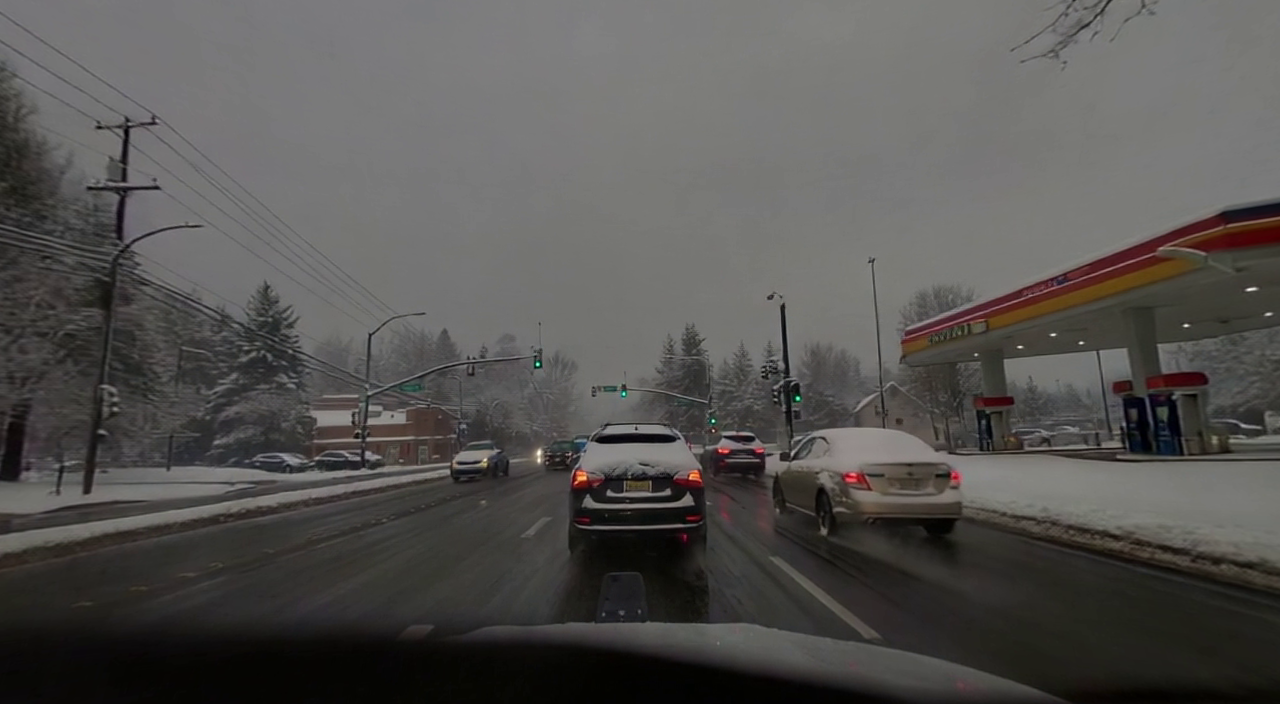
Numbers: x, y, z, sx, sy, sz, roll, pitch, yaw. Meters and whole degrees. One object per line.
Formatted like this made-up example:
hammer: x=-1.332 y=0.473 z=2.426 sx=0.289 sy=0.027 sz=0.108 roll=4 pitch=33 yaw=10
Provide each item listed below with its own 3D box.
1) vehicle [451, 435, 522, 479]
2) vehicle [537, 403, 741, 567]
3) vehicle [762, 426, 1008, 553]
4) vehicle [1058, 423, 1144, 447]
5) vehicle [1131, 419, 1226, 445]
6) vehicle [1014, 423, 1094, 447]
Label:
vehicle: x=-6.498 y=4.492 z=27.329 sx=1.994 sy=1.695 sz=4.471 roll=0 pitch=-8 yaw=-1
vehicle: x=-0.087 y=1.694 z=8.716 sx=2.164 sy=1.718 sz=3.881 roll=0 pitch=-8 yaw=-2
vehicle: x=3.314 y=1.937 z=9.662 sx=1.904 sy=1.472 sz=4.358 roll=0 pitch=-8 yaw=-2
vehicle: x=32.533 y=5.903 z=44.696 sx=4.452 sy=1.605 sz=1.845 roll=-2 pitch=-9 yaw=9
vehicle: x=39.547 y=5.929 z=46.509 sx=4.834 sy=1.808 sz=2.006 roll=-2 pitch=-9 yaw=9
vehicle: x=31.415 y=6.346 z=48.042 sx=4.616 sy=1.711 sz=1.897 roll=-2 pitch=-9 yaw=9
